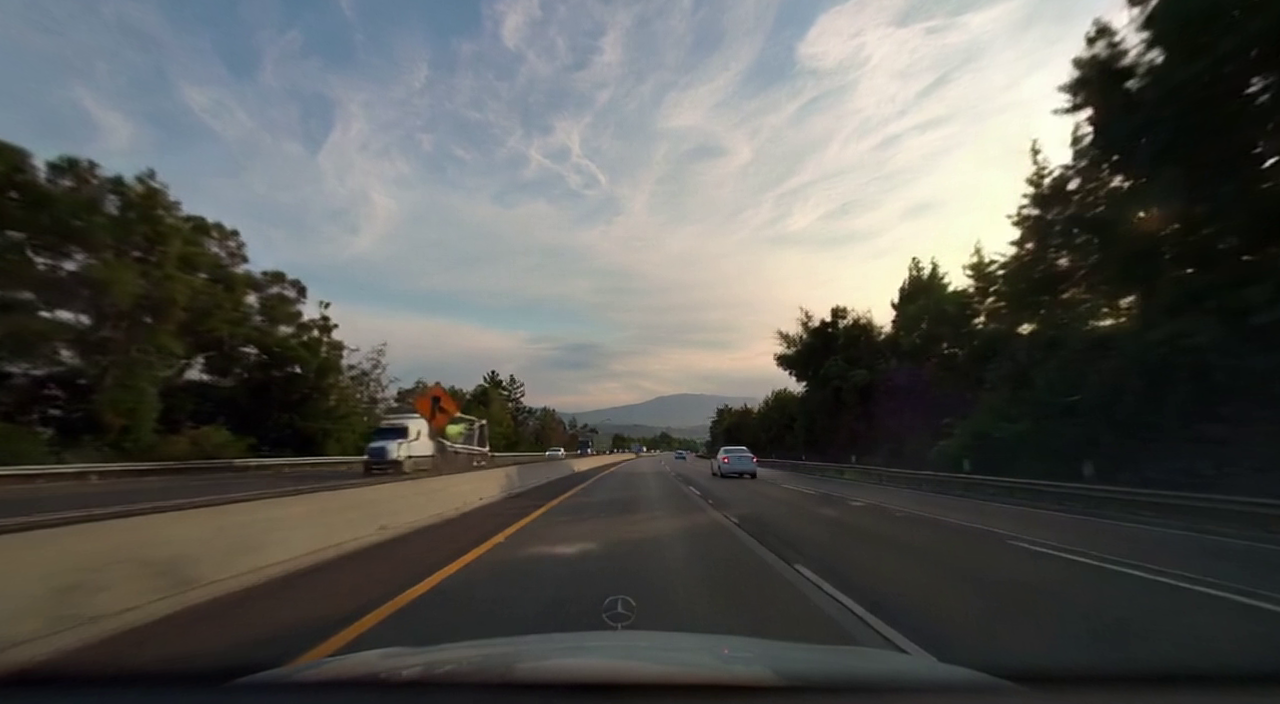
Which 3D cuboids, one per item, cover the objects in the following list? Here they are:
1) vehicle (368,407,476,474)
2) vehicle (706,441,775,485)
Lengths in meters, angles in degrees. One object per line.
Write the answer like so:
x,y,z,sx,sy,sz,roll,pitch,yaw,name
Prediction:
-13.250,5.615,39.331,3.064,3.642,9.893,0,-9,1,vehicle
4.111,4.658,26.530,2.089,1.660,4.729,0,-9,-1,vehicle
